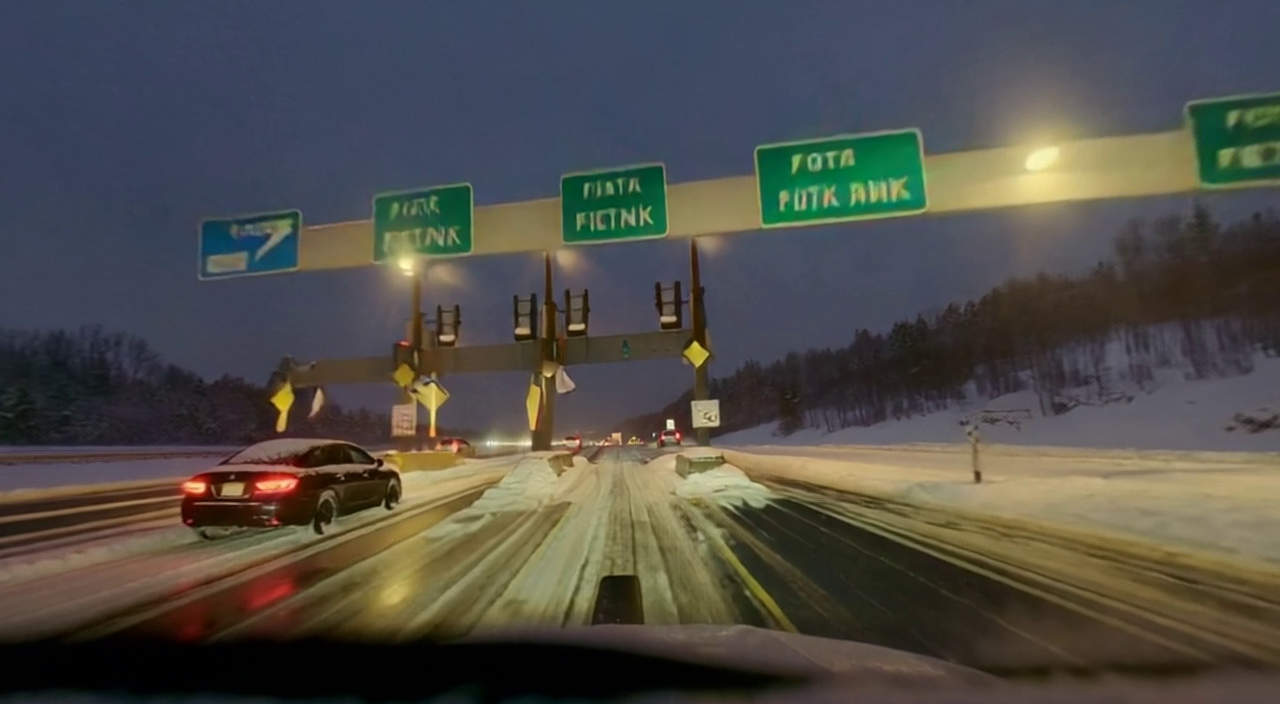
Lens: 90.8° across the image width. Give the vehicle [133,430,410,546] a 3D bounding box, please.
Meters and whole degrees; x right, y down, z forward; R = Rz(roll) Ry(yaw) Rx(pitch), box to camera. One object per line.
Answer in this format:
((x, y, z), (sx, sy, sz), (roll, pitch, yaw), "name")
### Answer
((-5.512, 2.053, 10.303), (1.981, 1.465, 4.334), (0, -8, -1), "vehicle")
